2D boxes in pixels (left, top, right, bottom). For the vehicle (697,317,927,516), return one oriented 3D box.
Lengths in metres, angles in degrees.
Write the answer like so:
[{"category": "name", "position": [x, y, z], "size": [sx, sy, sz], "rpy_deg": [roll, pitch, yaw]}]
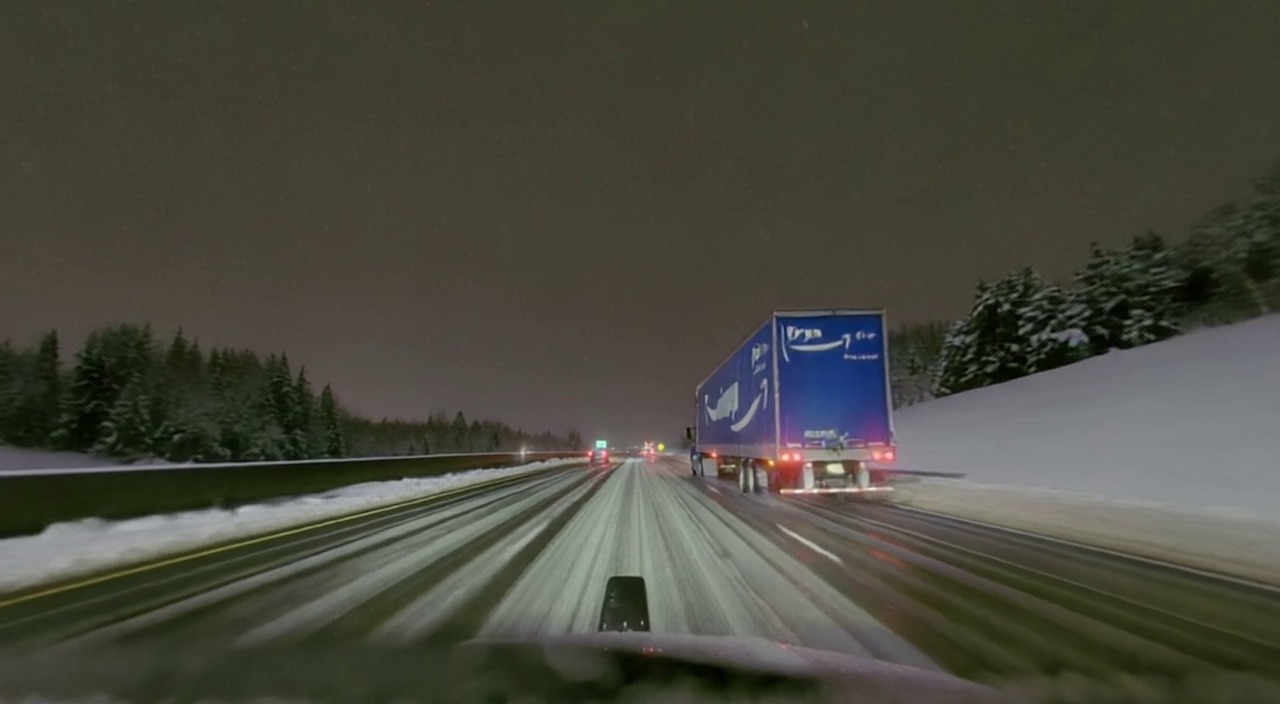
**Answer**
[{"category": "vehicle", "position": [4.207, 2.534, 21.230], "size": [2.928, 4.021, 17.190], "rpy_deg": [0, -9, 0]}]
